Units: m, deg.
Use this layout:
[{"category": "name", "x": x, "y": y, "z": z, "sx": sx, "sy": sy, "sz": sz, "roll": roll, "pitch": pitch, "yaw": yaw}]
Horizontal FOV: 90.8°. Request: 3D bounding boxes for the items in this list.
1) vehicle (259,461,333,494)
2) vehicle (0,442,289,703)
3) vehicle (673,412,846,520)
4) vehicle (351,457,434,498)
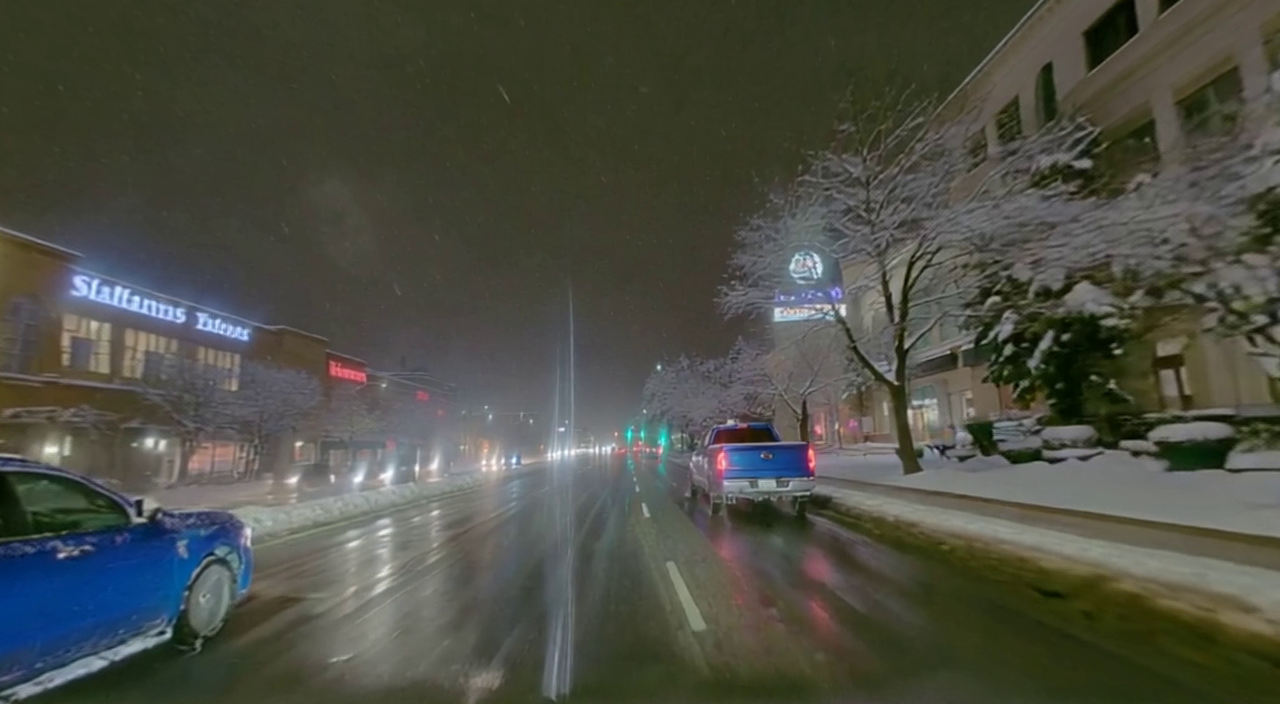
[{"category": "vehicle", "x": -21.441, "y": 7.801, "z": 39.579, "sx": 2.078, "sy": 1.779, "sz": 4.497, "roll": -1, "pitch": -8, "yaw": 0}, {"category": "vehicle", "x": -3.704, "y": 1.125, "z": 2.736, "sx": 1.888, "sy": 1.424, "sz": 4.553, "roll": -1, "pitch": -8, "yaw": -2}, {"category": "vehicle", "x": 2.349, "y": 2.515, "z": 14.535, "sx": 2.590, "sy": 1.932, "sz": 5.776, "roll": 0, "pitch": -8, "yaw": -3}, {"category": "vehicle", "x": -9.947, "y": 5.053, "z": 25.786, "sx": 1.780, "sy": 1.412, "sz": 4.283, "roll": -1, "pitch": -8, "yaw": -2}]
